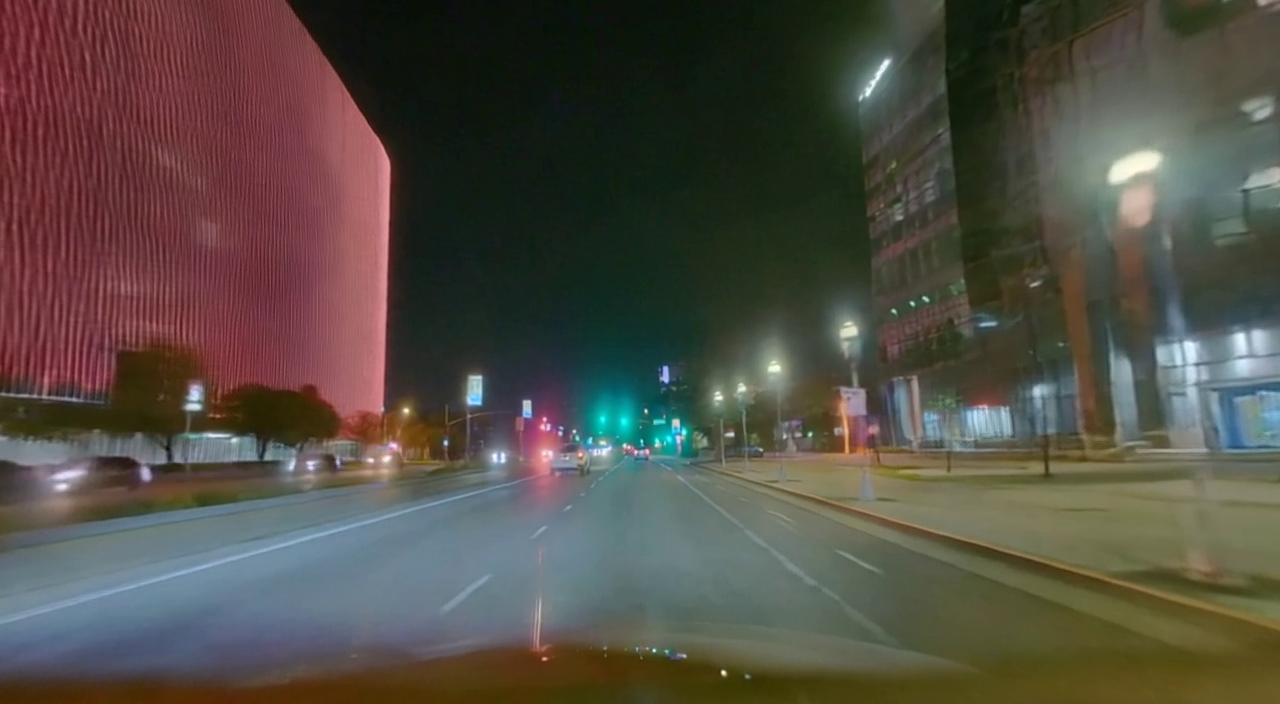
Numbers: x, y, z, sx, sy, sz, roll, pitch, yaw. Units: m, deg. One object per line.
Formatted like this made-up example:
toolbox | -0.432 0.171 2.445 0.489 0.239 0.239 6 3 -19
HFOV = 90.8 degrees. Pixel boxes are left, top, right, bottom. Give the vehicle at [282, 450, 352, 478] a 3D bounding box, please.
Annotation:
vehicle | -20.057 6.944 39.454 1.918 1.601 4.610 0 -9 0

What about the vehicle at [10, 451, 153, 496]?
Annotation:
vehicle | -23.615 5.113 27.016 1.855 1.692 4.621 0 -9 0

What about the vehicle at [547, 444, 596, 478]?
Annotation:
vehicle | -3.329 5.370 31.350 1.983 1.545 3.773 0 -9 0

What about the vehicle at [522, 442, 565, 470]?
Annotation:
vehicle | -6.738 7.324 44.759 2.224 1.821 4.711 0 -9 1
